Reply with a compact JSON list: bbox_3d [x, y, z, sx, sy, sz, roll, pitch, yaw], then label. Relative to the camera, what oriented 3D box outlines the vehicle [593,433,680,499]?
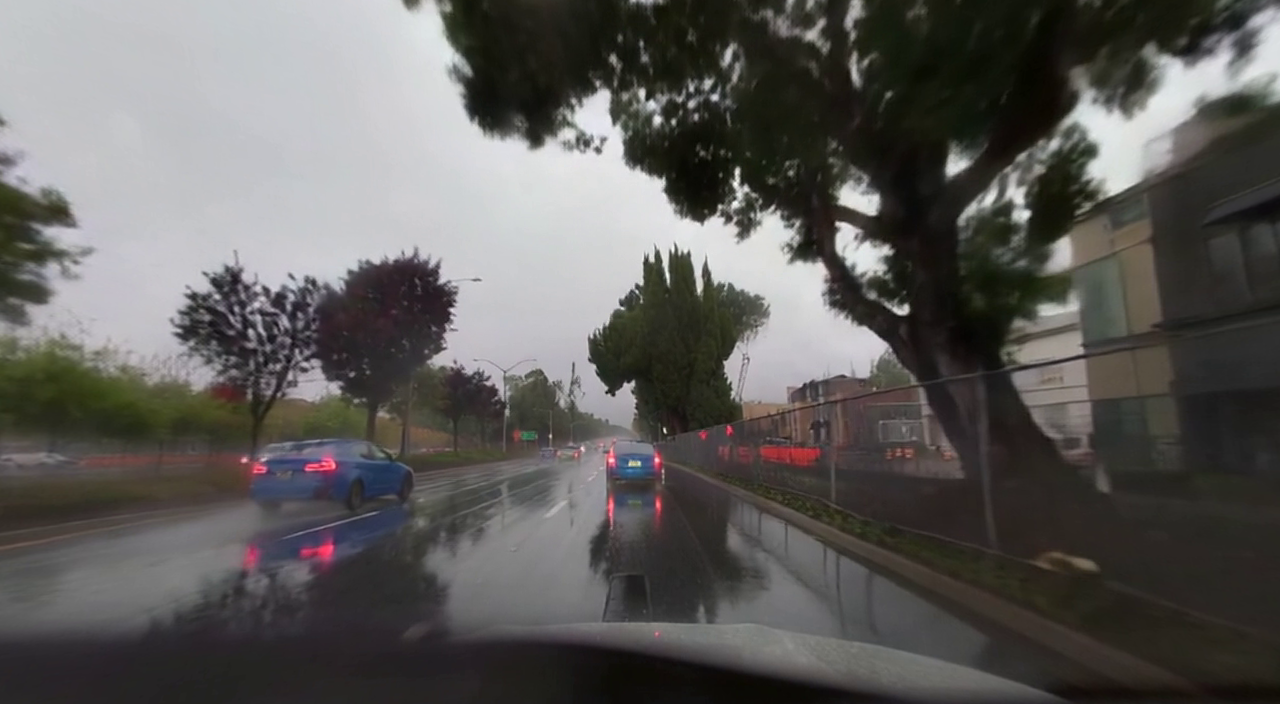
[{"bbox_3d":[-0.154,3.233,18.278,2.227,1.654,4.091,0,-9,-2],"label":"vehicle"}]

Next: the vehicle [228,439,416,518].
[{"bbox_3d":[-6.788,2.717,14.114,1.877,1.479,4.430,0,-9,0],"label":"vehicle"}]
